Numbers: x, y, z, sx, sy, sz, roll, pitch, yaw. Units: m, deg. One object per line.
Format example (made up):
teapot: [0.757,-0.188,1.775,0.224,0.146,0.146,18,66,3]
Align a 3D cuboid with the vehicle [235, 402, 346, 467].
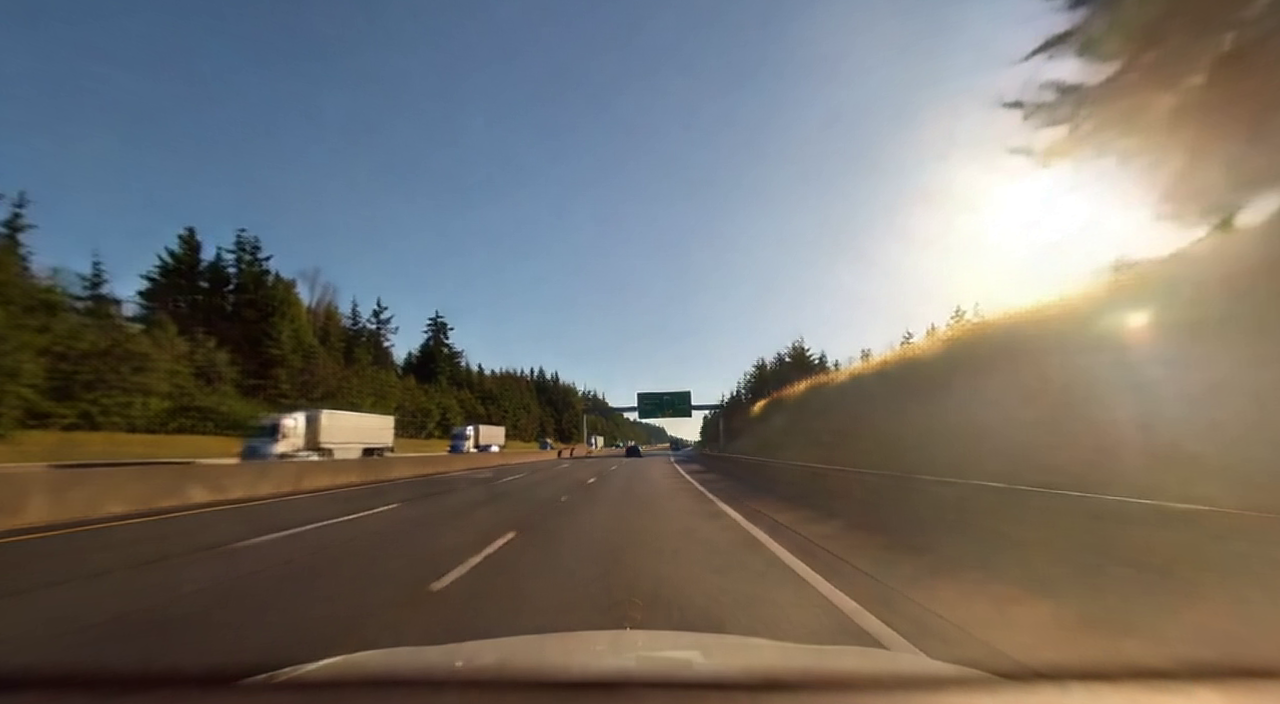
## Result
vehicle: [-22.843,5.531,41.731,2.953,3.915,7.157,0,-9,1]
